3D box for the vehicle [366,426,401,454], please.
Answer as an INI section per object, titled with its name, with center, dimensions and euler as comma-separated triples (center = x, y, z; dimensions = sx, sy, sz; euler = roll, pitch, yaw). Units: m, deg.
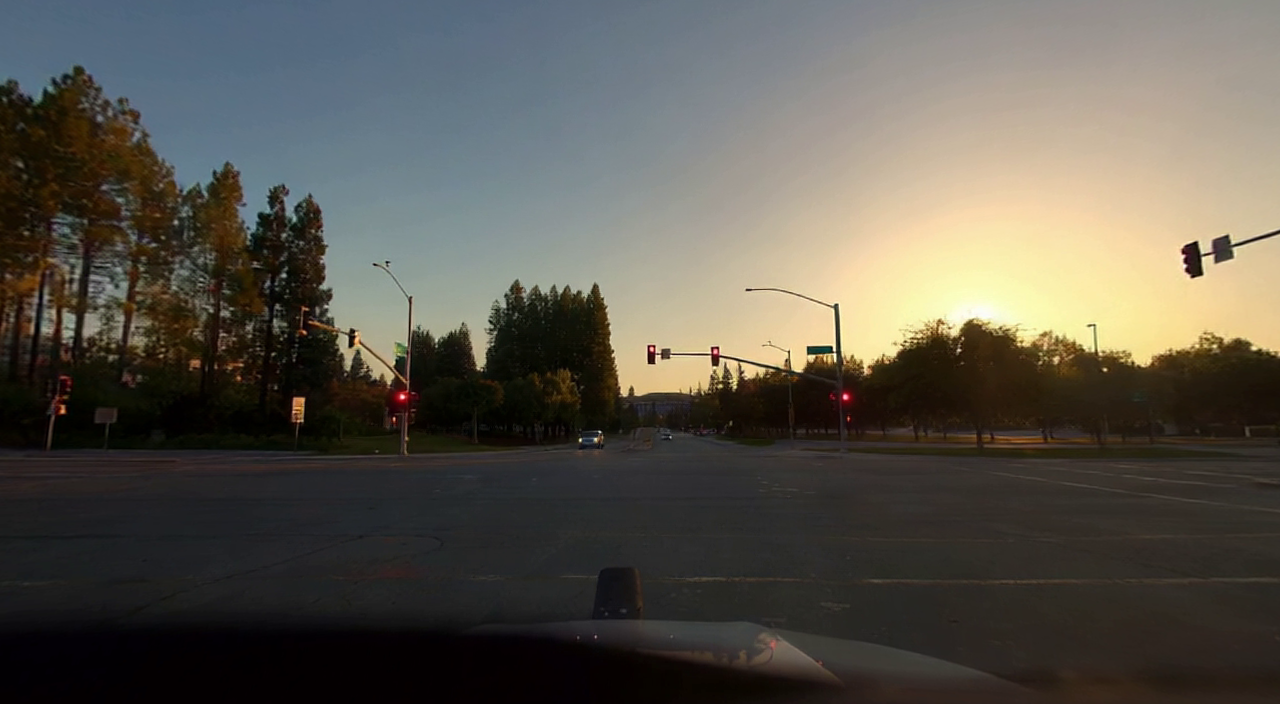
[vehicle]
center = -20.005, 6.854, 48.889
dimensions = 1.873, 2.079, 2.879
euler = 5, -10, -33
